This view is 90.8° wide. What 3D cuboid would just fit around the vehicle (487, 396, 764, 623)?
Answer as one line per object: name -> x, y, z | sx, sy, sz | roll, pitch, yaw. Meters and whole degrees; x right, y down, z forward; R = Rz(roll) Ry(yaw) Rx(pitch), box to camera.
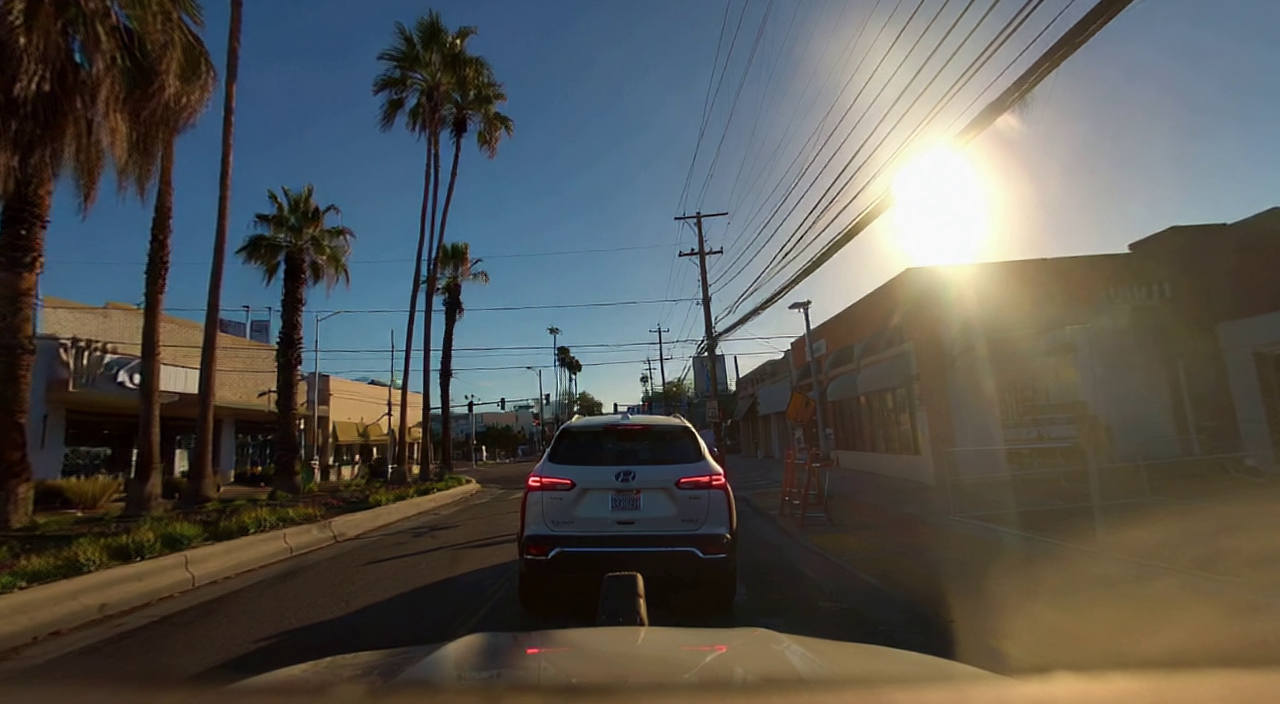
vehicle -> -0.195, 1.470, 6.778 | 2.105, 1.702, 3.750 | 0, -8, -3
